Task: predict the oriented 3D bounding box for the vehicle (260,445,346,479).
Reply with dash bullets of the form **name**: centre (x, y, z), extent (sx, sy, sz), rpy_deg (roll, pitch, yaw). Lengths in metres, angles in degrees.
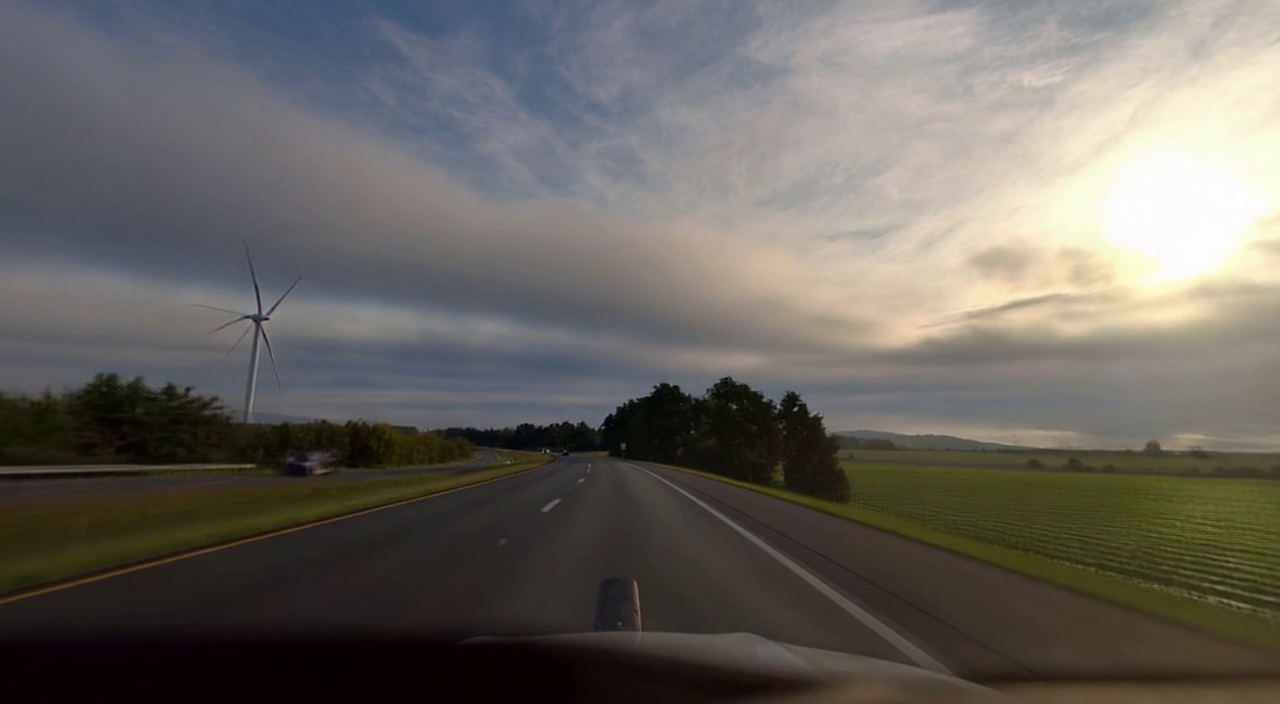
- **vehicle**: centre (-16.355, 5.362, 30.910), extent (1.904, 1.499, 4.422), rpy_deg (0, -9, -3)
